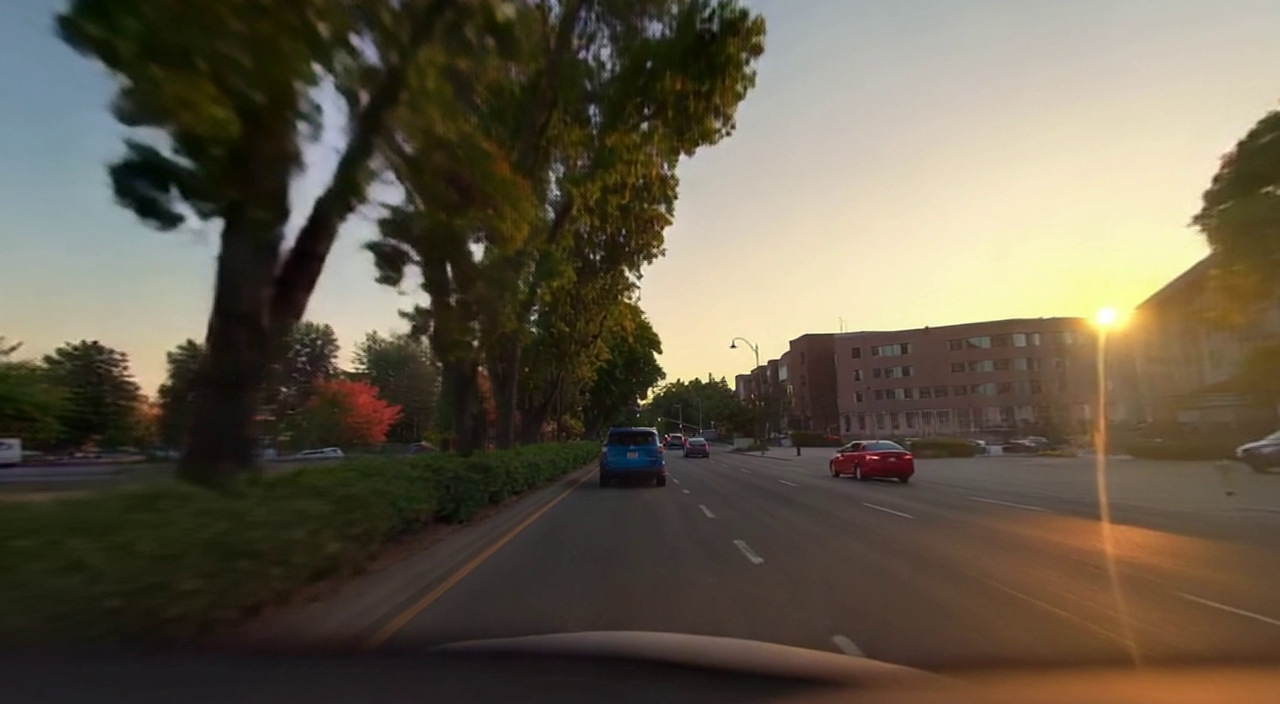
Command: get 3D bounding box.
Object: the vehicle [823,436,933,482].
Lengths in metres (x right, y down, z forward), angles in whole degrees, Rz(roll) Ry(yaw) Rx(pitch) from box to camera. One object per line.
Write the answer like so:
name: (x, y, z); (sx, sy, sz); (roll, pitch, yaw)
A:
vehicle: (8.269, 3.766, 22.498); (2.002, 1.456, 4.631); (0, -9, -1)

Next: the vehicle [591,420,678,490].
vehicle: (-0.175, 3.016, 18.659); (2.277, 1.816, 4.192); (0, -8, -1)
